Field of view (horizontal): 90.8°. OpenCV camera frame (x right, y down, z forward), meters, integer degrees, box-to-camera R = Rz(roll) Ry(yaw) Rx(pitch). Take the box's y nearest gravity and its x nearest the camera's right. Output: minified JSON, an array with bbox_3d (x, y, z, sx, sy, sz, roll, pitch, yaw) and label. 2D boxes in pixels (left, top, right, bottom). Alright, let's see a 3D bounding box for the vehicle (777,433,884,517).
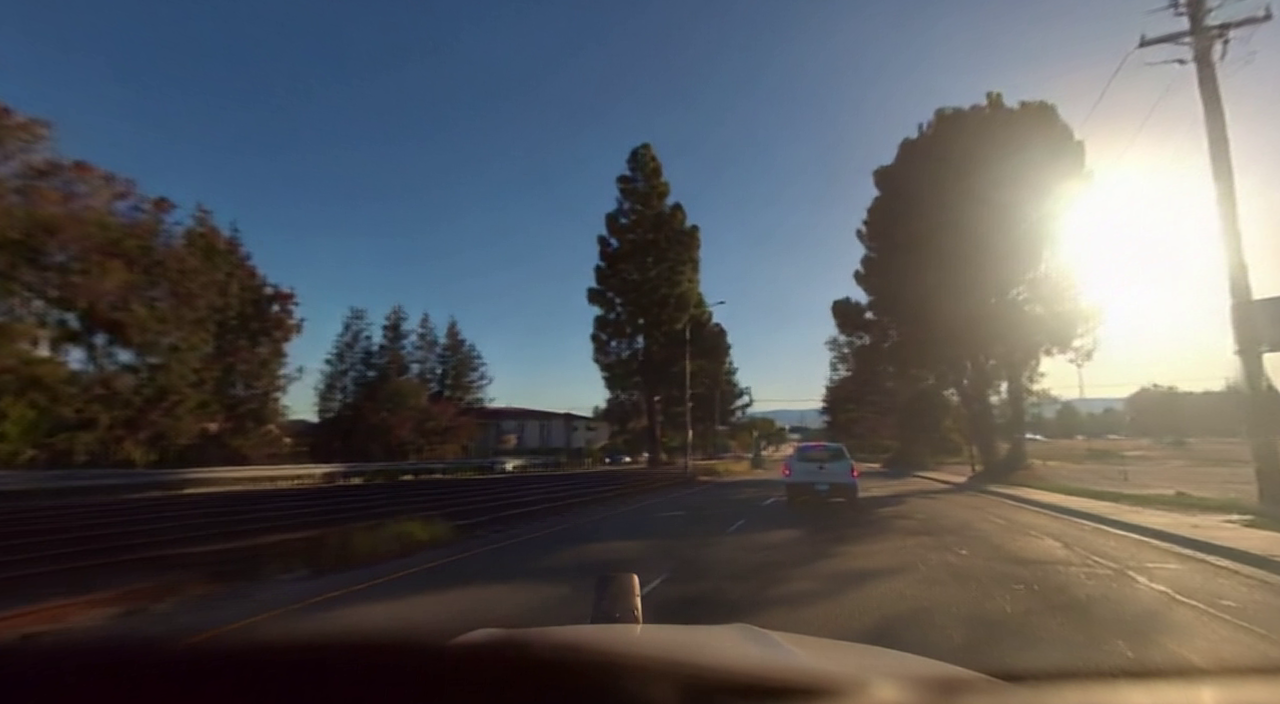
[{"bbox_3d":[5.390,3.330,17.716,2.404,1.926,5.251,-3,-9,18],"label":"vehicle"}]
